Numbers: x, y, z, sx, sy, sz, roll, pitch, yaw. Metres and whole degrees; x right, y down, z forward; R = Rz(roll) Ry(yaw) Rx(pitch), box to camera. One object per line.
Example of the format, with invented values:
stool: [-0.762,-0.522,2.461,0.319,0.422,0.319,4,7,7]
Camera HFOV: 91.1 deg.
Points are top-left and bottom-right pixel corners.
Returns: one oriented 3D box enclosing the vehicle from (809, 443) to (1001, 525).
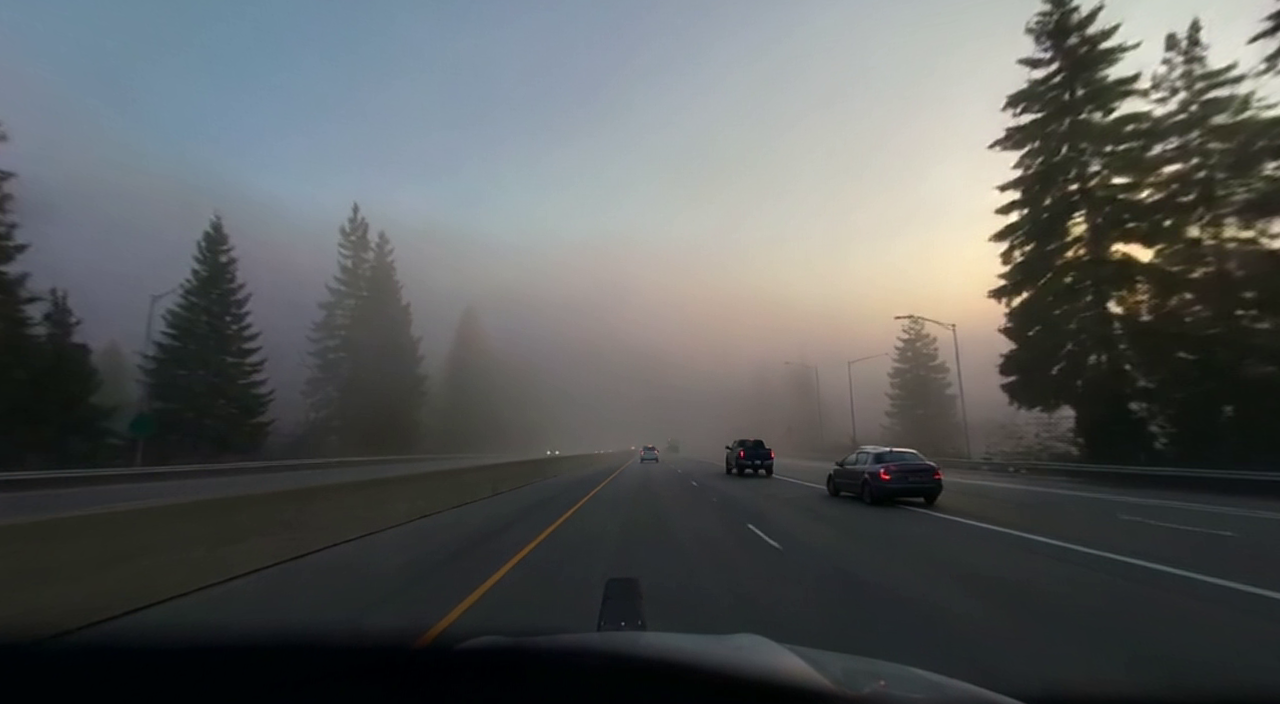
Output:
vehicle: [5.404,2.717,13.683,1.904,1.453,4.789,0,-8,-3]

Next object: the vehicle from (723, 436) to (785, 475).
vehicle: [6.119,5.619,34.412,2.206,1.902,5.460,0,-8,-2]

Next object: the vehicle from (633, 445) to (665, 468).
vehicle: [0.596,7.181,43.491,2.052,1.472,4.295,0,-8,0]
